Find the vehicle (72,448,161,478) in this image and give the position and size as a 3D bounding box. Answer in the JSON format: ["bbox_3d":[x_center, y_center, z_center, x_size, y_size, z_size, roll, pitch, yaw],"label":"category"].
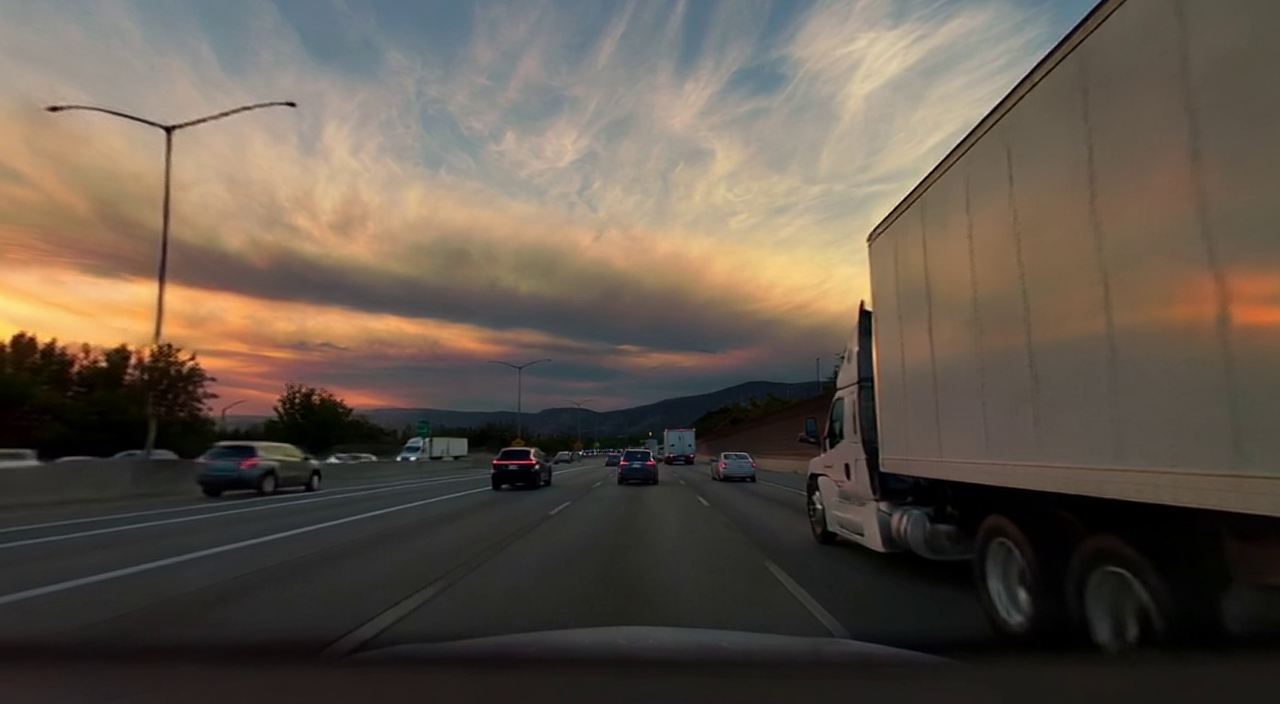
[{"bbox_3d":[-30.514,6.448,36.987,1.846,1.600,3.759,0,-9,2],"label":"vehicle"}]

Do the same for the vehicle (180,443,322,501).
[{"bbox_3d":[-13.224,4.068,21.886,1.946,1.773,4.446,-1,-9,2],"label":"vehicle"}]

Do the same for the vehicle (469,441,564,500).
[{"bbox_3d":[-3.853,3.777,20.602,1.988,1.696,4.754,-1,-9,2],"label":"vehicle"}]

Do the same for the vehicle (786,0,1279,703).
[{"bbox_3d":[3.717,0.379,5.005,2.836,3.508,8.723,0,-9,-1],"label":"vehicle"}]

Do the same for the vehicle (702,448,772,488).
[{"bbox_3d":[4.013,4.872,26.929,2.146,1.482,4.665,0,-9,-1],"label":"vehicle"}]

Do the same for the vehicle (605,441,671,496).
[{"bbox_3d":[-0.036,4.020,22.246,2.103,1.717,4.399,0,-9,1],"label":"vehicle"}]
